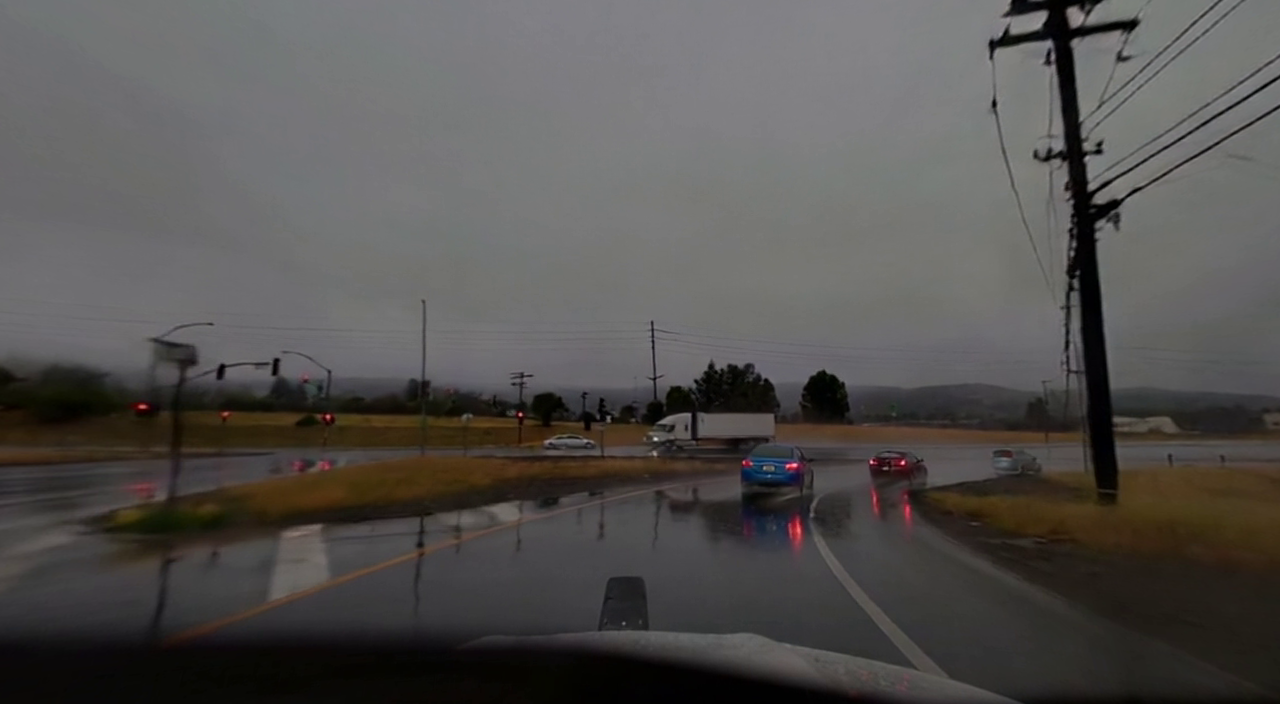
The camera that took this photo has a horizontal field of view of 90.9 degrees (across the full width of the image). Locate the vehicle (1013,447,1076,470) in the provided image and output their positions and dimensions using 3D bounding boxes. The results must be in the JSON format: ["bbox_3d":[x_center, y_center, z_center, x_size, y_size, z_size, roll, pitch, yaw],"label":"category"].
[{"bbox_3d":[29.975,7.865,46.711,4.102,1.552,1.931,4,-9,-26],"label":"vehicle"}]

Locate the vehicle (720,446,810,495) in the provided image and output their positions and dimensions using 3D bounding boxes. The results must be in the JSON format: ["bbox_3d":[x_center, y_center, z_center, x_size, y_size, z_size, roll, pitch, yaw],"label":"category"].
[{"bbox_3d":[4.278,3.845,20.987,2.026,1.407,4.374,-4,-9,23],"label":"vehicle"}]

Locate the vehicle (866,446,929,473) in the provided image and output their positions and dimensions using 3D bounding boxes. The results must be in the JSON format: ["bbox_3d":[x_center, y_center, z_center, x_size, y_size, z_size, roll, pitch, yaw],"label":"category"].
[{"bbox_3d":[14.923,6.162,36.428,1.836,1.465,4.307,-8,-11,43],"label":"vehicle"}]
